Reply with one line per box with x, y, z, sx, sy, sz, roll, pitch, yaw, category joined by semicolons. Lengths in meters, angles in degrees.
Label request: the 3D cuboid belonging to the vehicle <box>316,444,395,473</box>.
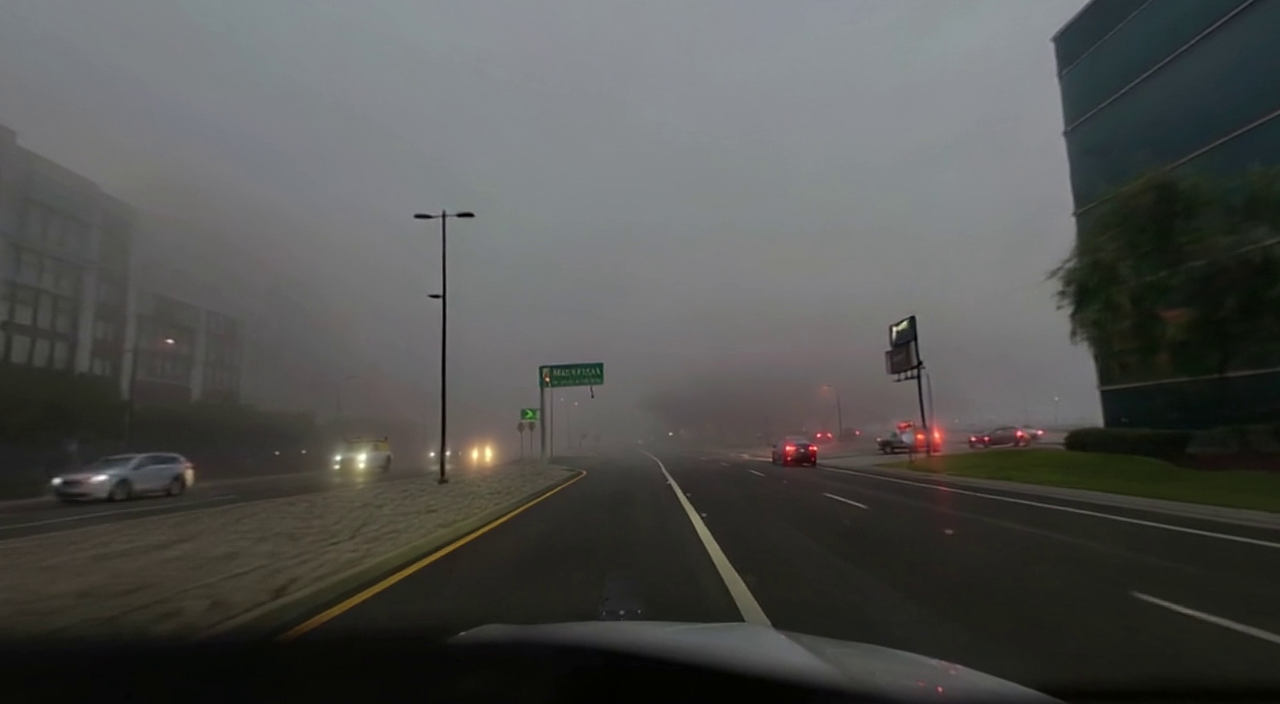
-18.495;6.956;41.493;2.575;1.738;5.473;0;-8;1;vehicle

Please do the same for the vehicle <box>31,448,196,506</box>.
-18.514;4.358;22.578;1.980;1.732;4.498;-3;-8;1;vehicle

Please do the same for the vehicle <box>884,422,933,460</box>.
16.986;5.672;40.091;1.686;2.284;3.164;0;-9;1;vehicle
